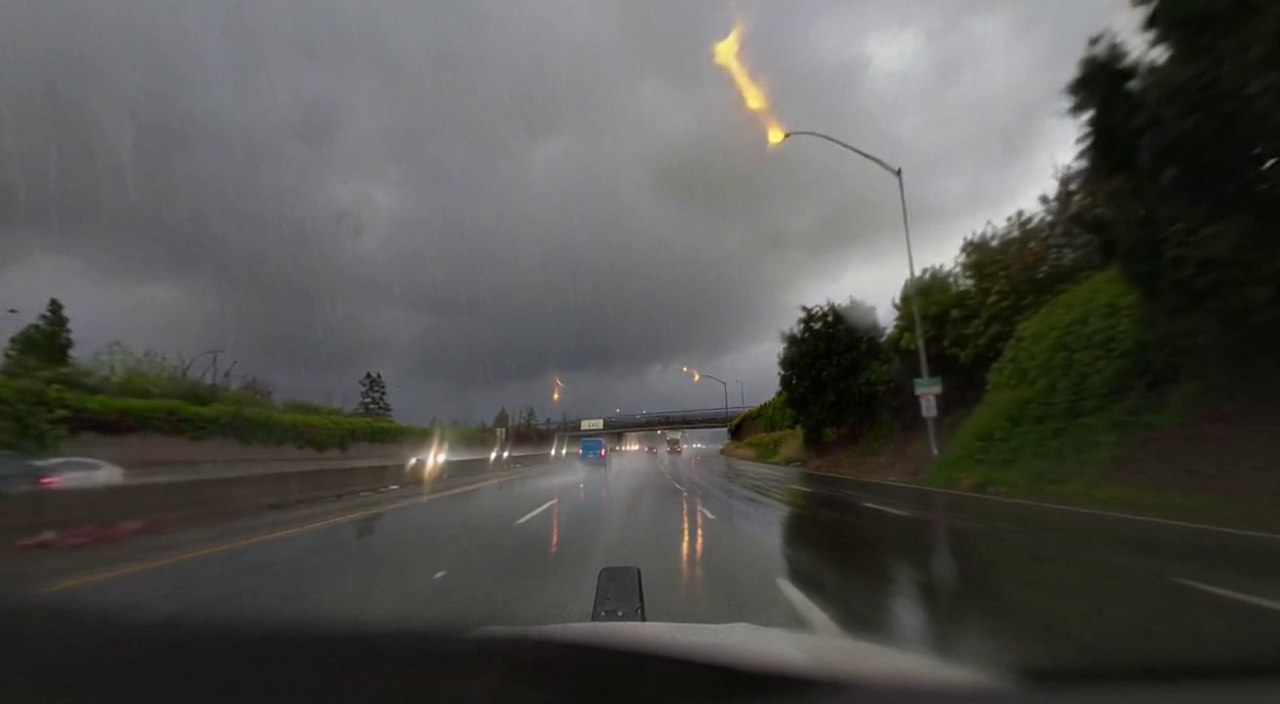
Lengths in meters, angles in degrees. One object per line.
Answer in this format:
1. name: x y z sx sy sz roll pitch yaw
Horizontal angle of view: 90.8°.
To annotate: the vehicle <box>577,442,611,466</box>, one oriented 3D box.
1. vehicle: -3.435 7.652 47.651 2.031 1.704 4.435 0 -9 2
